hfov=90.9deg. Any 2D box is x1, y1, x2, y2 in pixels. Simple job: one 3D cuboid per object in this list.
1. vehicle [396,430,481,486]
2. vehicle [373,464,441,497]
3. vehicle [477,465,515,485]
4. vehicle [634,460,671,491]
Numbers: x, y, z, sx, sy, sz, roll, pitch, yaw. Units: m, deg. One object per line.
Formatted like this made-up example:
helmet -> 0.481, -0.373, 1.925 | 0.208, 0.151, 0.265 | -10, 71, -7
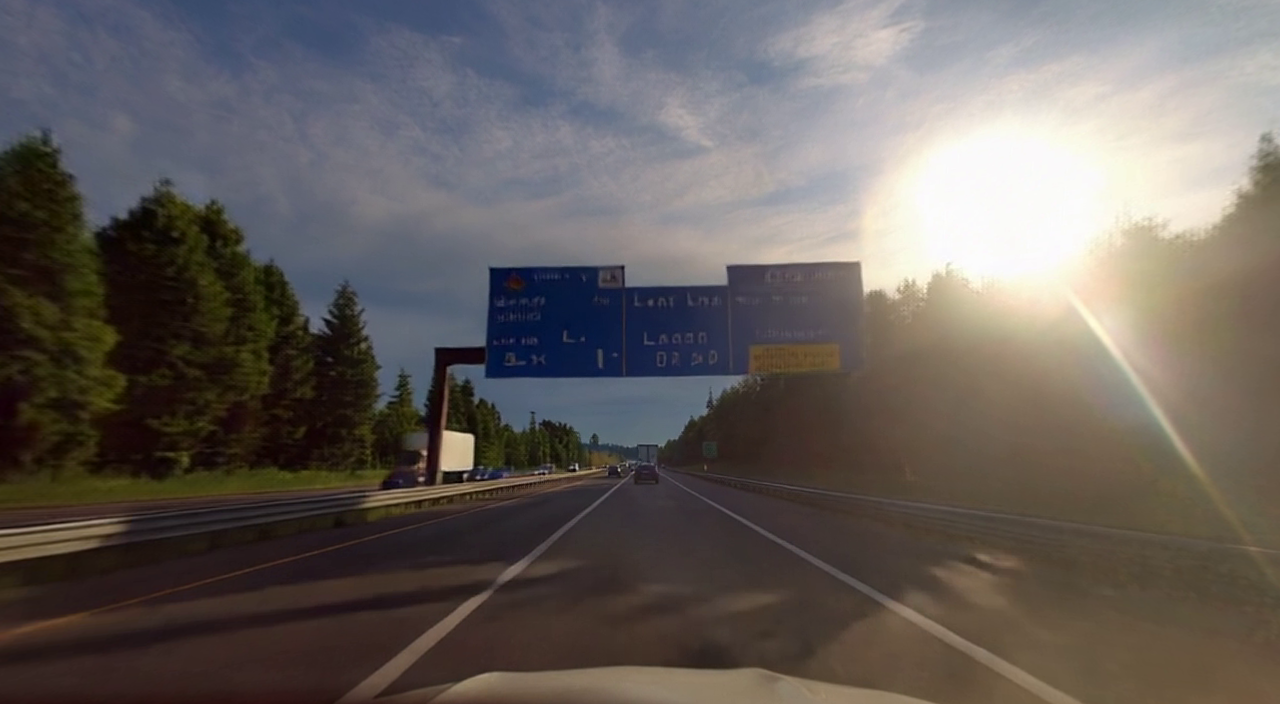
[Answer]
vehicle -> -15.563, 8.441, 49.736 | 3.015, 3.895, 10.076 | 0, -10, 2
vehicle -> -11.124, 6.143, 30.290 | 1.787, 1.428, 3.643 | 1, -10, 1
vehicle -> -10.966, 9.444, 48.331 | 1.829, 1.432, 4.294 | 1, -10, 1
vehicle -> 0.698, 7.282, 37.261 | 2.048, 1.663, 4.377 | 1, -10, 0
